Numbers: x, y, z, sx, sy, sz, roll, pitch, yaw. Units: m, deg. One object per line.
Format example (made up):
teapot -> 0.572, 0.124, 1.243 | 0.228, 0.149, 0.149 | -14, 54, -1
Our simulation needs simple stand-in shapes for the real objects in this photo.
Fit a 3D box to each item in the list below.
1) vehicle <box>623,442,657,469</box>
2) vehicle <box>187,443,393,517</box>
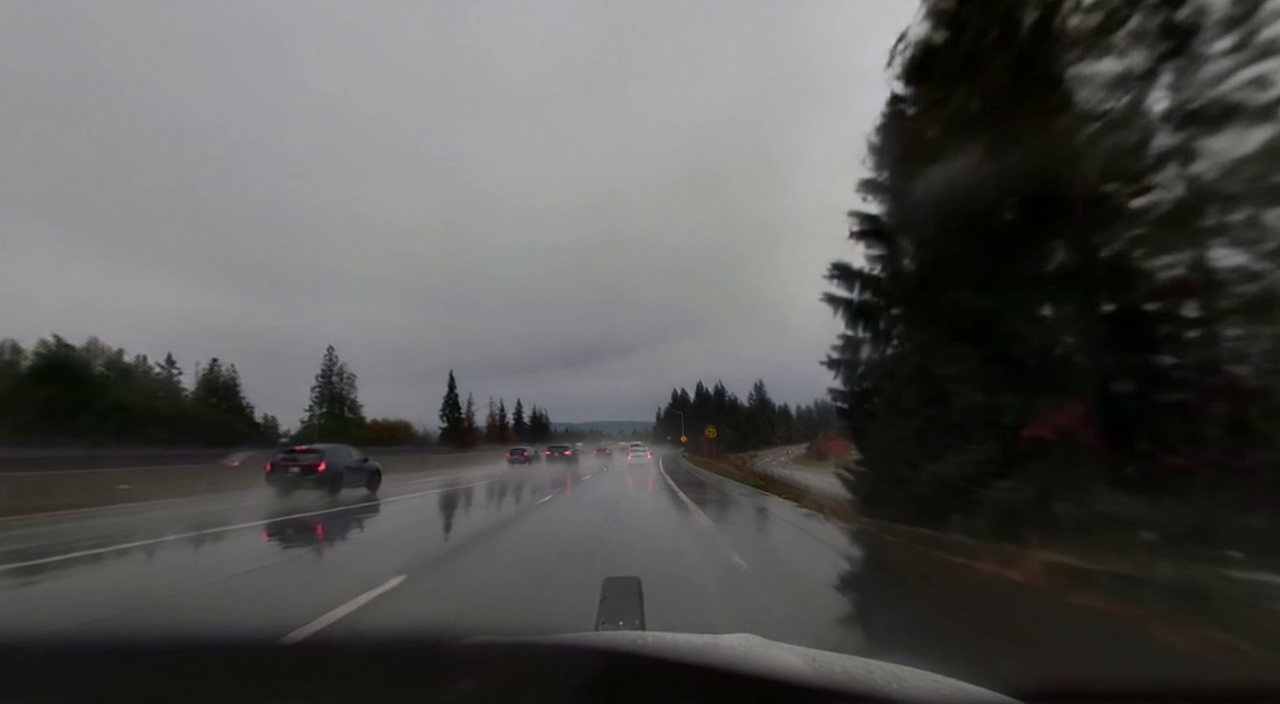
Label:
vehicle -> 0.053, 7.065, 43.376 | 2.179, 1.742, 4.396 | -1, -8, 1
vehicle -> -8.430, 3.094, 15.926 | 2.102, 1.562, 4.884 | -1, -8, 5
